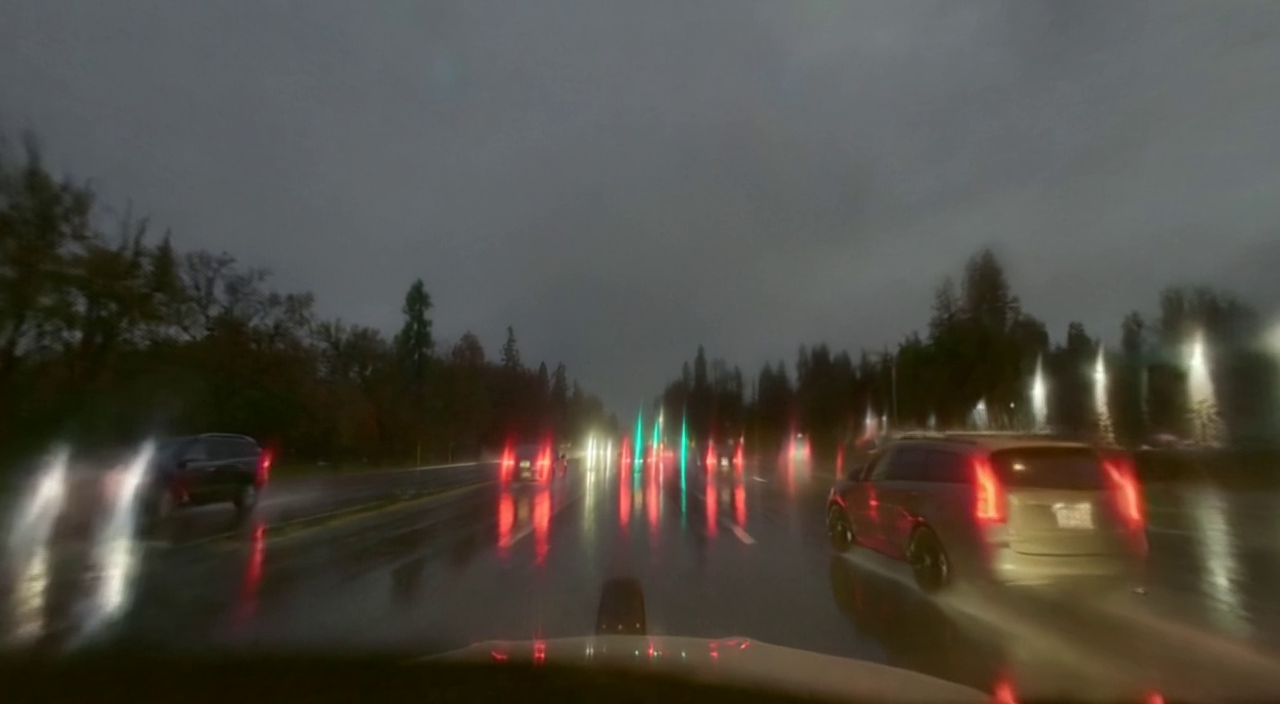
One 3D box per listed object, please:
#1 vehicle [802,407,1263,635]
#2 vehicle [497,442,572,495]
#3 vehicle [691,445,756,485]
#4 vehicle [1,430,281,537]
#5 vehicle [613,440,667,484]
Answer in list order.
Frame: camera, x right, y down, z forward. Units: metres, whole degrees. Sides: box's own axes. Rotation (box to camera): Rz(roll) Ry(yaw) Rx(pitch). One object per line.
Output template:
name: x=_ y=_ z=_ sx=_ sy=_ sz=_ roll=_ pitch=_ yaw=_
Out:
vehicle: x=3.472 y=1.592 z=7.027 sx=2.069 sy=1.644 sz=4.714 roll=0 pitch=-9 yaw=0
vehicle: x=-3.427 y=3.875 z=21.327 sx=1.823 sy=1.602 sz=4.061 roll=0 pitch=-9 yaw=0
vehicle: x=3.384 y=4.672 z=26.418 sx=2.068 sy=1.541 sz=4.041 roll=0 pitch=-9 yaw=-1
vehicle: x=-9.501 y=2.508 z=12.677 sx=2.045 sy=1.730 sz=4.375 roll=0 pitch=-9 yaw=-1
vehicle: x=-0.041 y=4.725 z=27.342 sx=2.150 sy=1.725 sz=4.096 roll=0 pitch=-9 yaw=-1
